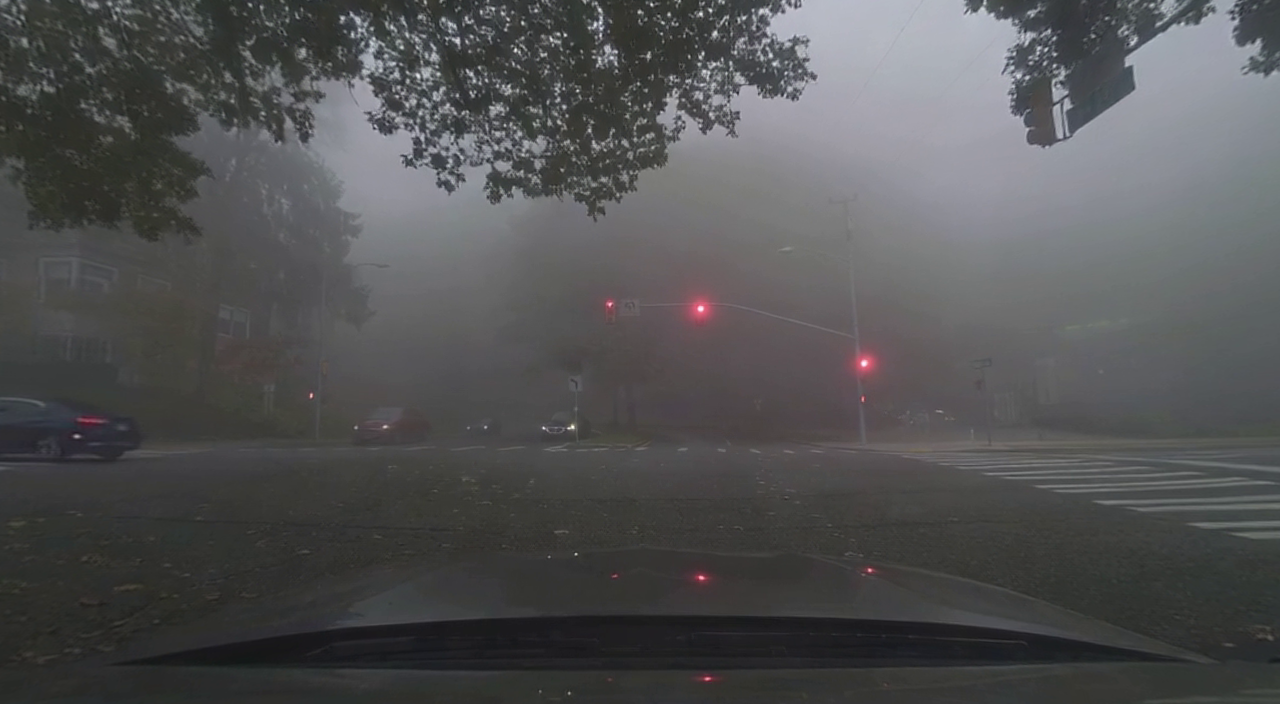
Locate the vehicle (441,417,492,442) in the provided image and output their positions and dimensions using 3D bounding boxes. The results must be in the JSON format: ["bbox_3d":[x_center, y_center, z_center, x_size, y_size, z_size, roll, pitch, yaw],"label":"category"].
[{"bbox_3d":[-11.235,5.116,41.164,1.899,1.510,4.294,-1,-8,3],"label":"vehicle"}]

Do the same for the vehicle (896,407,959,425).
[{"bbox_3d":[22.003,4.933,48.440,3.933,1.219,1.700,-1,-9,3],"label":"vehicle"}]

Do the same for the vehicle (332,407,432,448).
[{"bbox_3d":[-12.713,3.848,31.595,2.340,1.902,4.920,-2,-9,9],"label":"vehicle"}]

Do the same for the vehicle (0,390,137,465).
[{"bbox_3d":[-17.201,2.068,17.067,5.383,1.870,2.203,-1,-9,3],"label":"vehicle"}]

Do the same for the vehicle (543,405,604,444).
[{"bbox_3d":[-3.446,3.980,33.873,2.306,1.907,5.382,-1,-8,4],"label":"vehicle"}]
